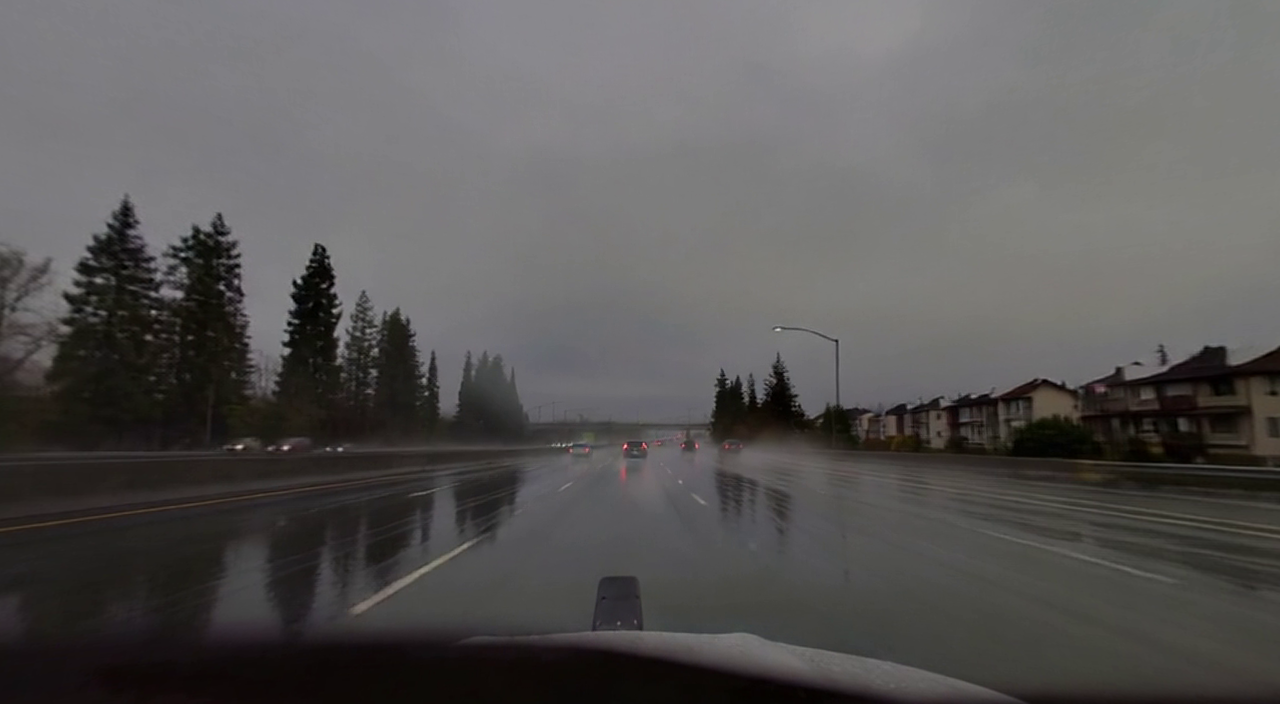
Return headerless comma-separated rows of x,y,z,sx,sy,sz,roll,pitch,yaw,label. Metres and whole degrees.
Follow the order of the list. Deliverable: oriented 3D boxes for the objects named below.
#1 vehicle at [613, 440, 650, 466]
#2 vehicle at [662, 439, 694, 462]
-0.528,6.195,38.776,2.146,1.485,4.332,0,-9,0,vehicle
2.801,7.359,47.304,2.084,1.624,3.935,0,-9,-1,vehicle
